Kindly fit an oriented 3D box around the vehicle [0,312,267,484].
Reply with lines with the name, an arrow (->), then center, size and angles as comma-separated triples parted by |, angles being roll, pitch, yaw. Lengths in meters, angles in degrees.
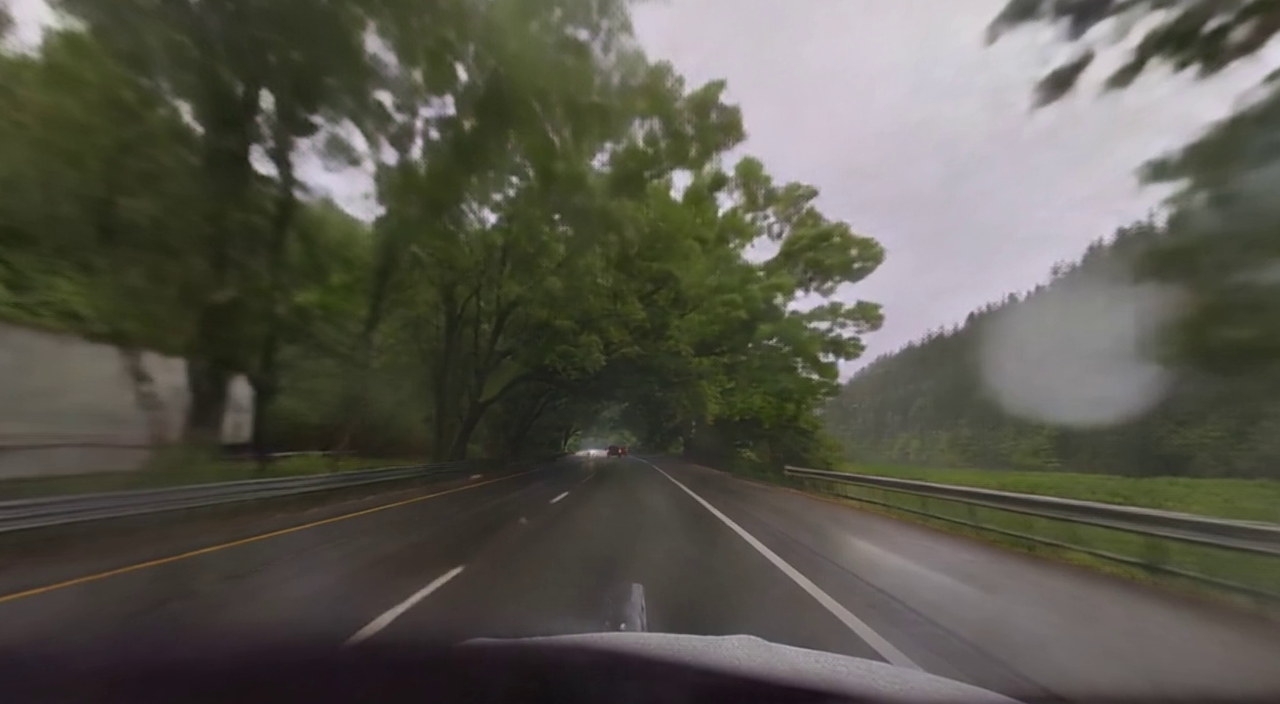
vehicle -> -16.756, 1.721, 18.983 | 2.871, 4.035, 13.724 | 0, -9, -1
